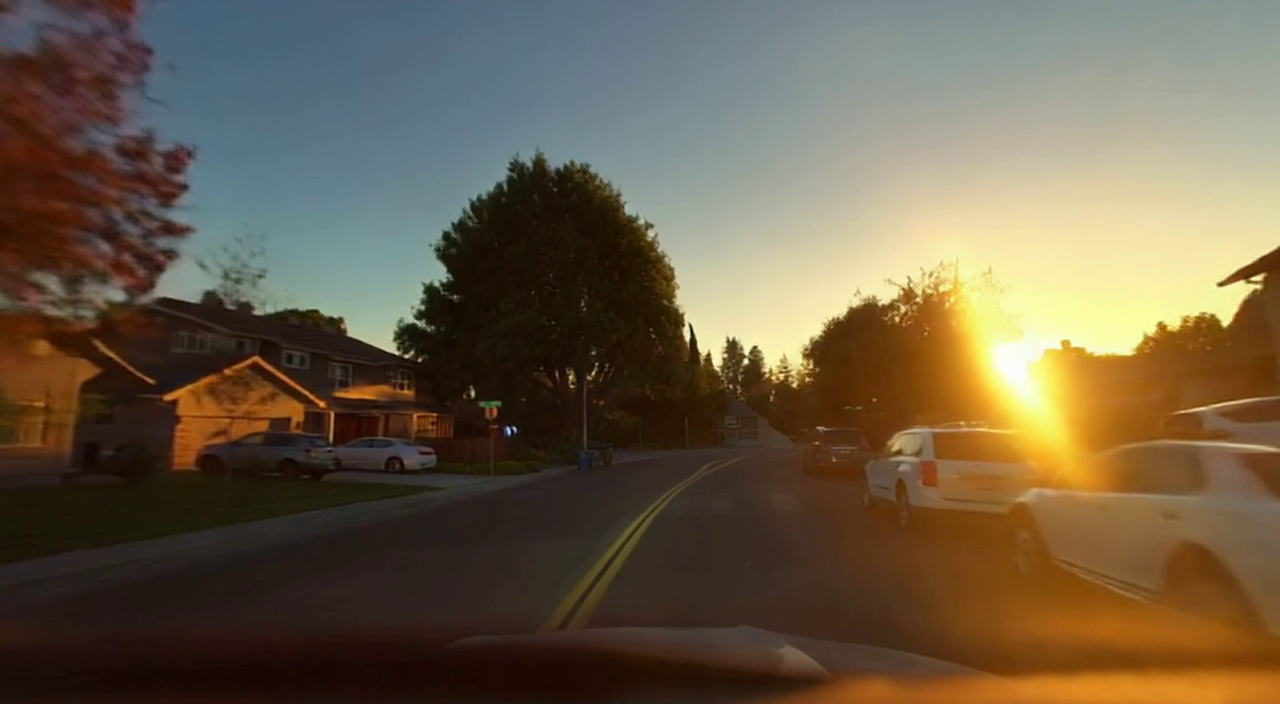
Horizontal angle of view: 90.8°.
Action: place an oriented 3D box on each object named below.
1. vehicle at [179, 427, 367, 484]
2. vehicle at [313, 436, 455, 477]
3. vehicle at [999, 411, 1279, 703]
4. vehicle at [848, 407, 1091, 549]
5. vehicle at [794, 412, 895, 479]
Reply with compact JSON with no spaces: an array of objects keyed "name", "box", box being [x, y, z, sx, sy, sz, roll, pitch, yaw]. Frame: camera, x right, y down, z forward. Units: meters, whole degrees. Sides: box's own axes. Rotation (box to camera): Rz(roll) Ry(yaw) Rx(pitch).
[{"name":"vehicle","box":[-11.188,3.165,19.448,4.635,1.594,2.132,-2,-9,10]},{"name":"vehicle","box":[-9.492,3.886,23.583,4.455,1.419,2.017,-2,-9,9]},{"name":"vehicle","box":[4.352,1.254,4.586,1.806,1.486,3.535,-2,-9,9]},{"name":"vehicle","box":[5.030,1.981,10.598,2.194,1.786,4.704,-2,-9,10]},{"name":"vehicle","box":[7.315,3.461,23.420,2.735,2.117,6.103,-2,-9,10]}]
